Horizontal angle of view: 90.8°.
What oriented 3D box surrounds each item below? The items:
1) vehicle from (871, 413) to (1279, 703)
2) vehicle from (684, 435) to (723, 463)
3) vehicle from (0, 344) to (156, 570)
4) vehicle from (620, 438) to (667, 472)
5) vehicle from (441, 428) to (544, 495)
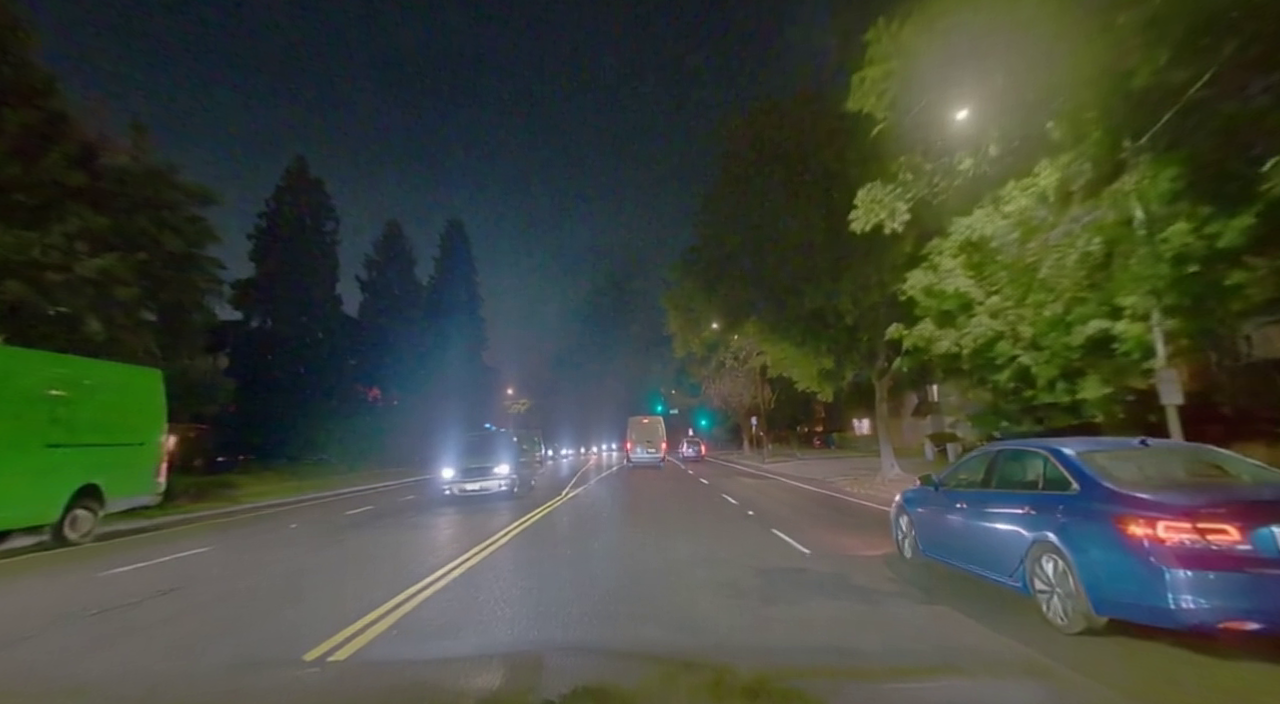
[{"bbox_3d":[3.587,1.293,4.800,1.973,1.447,4.402,0,-8,0],"label":"vehicle"},{"bbox_3d":[4.328,6.693,43.761,2.187,1.847,4.553,0,-8,-1],"label":"vehicle"},{"bbox_3d":[-10.916,1.367,8.125,2.754,3.338,8.405,0,-9,-1],"label":"vehicle"},{"bbox_3d":[0.157,4.956,30.655,2.114,1.483,4.207,0,-8,0],"label":"vehicle"},{"bbox_3d":[-4.361,3.319,19.533,2.054,1.772,4.817,0,-8,-1],"label":"vehicle"}]
